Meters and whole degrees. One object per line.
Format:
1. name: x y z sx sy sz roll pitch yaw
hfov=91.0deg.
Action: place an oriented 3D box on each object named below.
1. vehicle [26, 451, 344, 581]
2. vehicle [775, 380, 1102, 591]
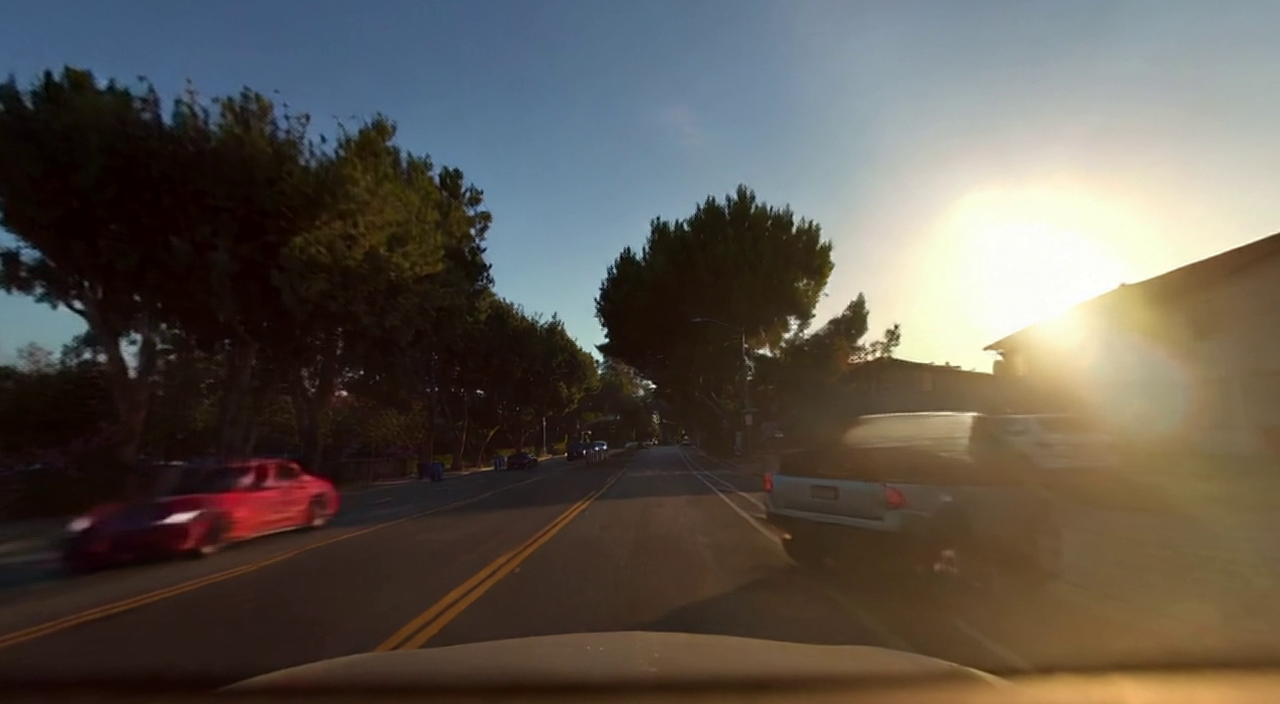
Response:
1. vehicle: -6.919 2.468 10.361 1.894 1.476 4.429 -4 -9 2
2. vehicle: 4.057 1.534 8.131 2.268 1.862 4.724 -8 -12 44
